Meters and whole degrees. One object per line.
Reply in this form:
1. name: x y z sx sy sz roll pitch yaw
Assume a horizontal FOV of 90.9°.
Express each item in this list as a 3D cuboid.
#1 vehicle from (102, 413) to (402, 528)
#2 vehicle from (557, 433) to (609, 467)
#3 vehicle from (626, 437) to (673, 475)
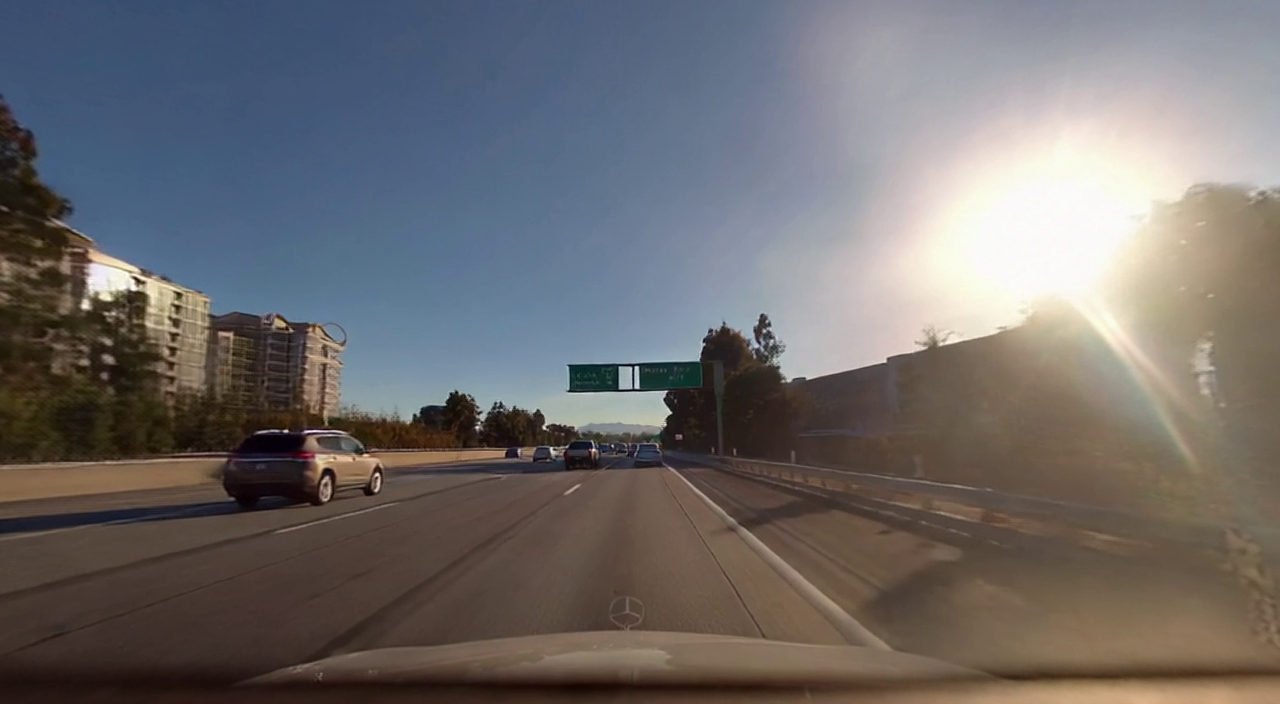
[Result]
1. vehicle: -7.625 2.415 13.565 2.521 1.901 5.988 0 -8 2
2. vehicle: -3.650 6.432 41.551 2.751 2.050 5.761 0 -8 1
3. vehicle: 0.443 5.089 31.211 2.135 1.697 4.757 0 -8 0
